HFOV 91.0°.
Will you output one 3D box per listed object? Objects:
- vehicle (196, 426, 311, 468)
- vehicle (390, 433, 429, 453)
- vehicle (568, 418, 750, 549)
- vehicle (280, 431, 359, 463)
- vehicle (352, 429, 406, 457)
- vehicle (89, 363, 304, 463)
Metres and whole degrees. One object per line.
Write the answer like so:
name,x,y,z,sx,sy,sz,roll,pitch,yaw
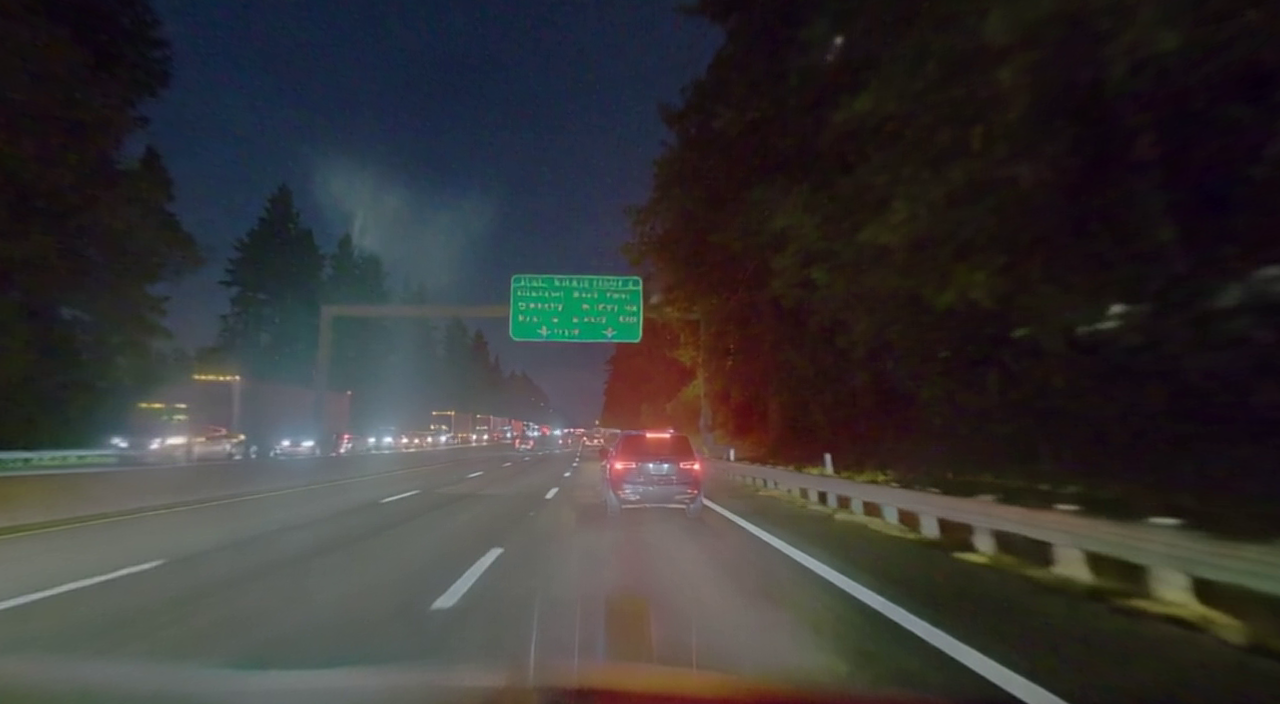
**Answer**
vehicle,-15.339,3.791,25.286,1.921,1.507,4.664,0,-8,-4
vehicle,-17.544,6.955,48.018,1.773,1.481,3.722,0,-8,-4
vehicle,0.080,1.856,9.650,2.127,1.497,4.445,0,-8,-4
vehicle,-16.035,4.783,31.714,1.903,1.473,4.391,0,-8,-4
vehicle,-16.767,5.877,40.642,1.895,1.683,4.224,0,-8,-4
vehicle,-19.931,3.107,29.620,3.032,3.845,10.740,0,-8,-5
